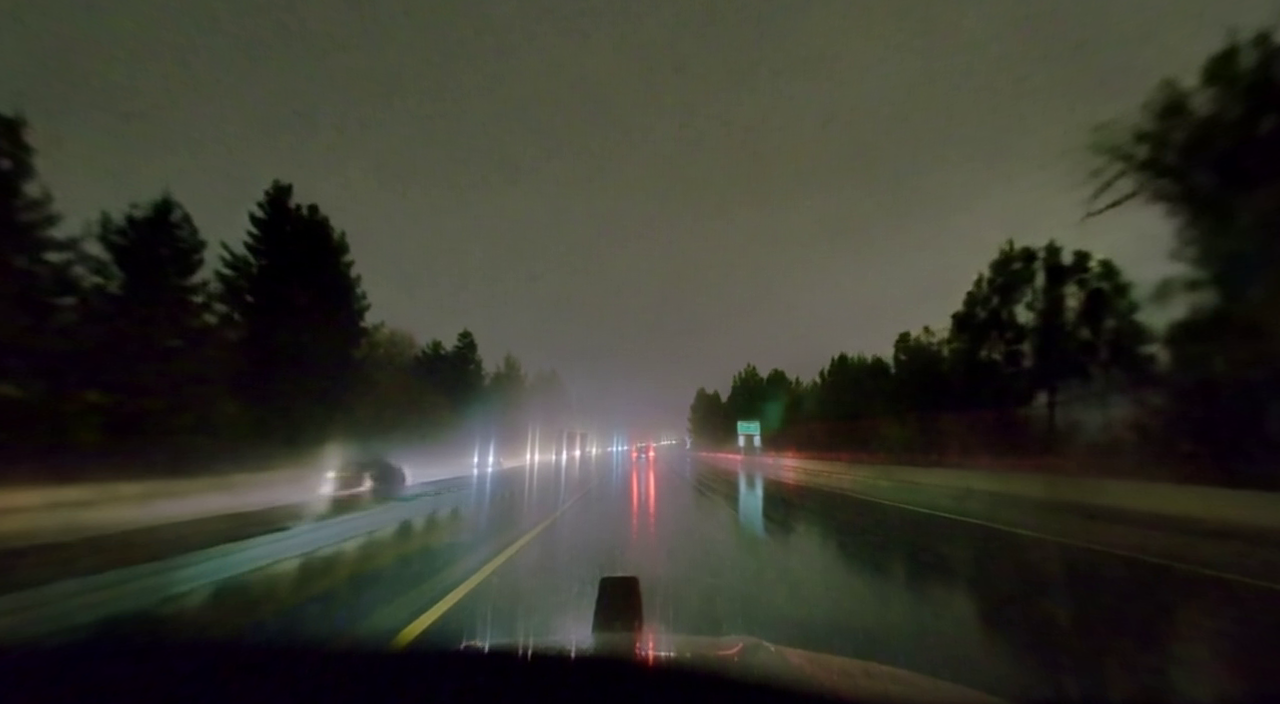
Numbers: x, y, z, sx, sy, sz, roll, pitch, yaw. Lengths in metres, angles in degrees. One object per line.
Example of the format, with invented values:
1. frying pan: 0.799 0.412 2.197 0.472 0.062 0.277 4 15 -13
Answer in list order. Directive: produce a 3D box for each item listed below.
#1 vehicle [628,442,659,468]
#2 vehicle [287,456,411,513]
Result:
1. vehicle: 0.252 7.297 44.465 2.098 1.692 4.038 0 -9 0
2. vehicle: -8.776 4.002 19.332 1.919 1.491 3.932 0 -9 0
